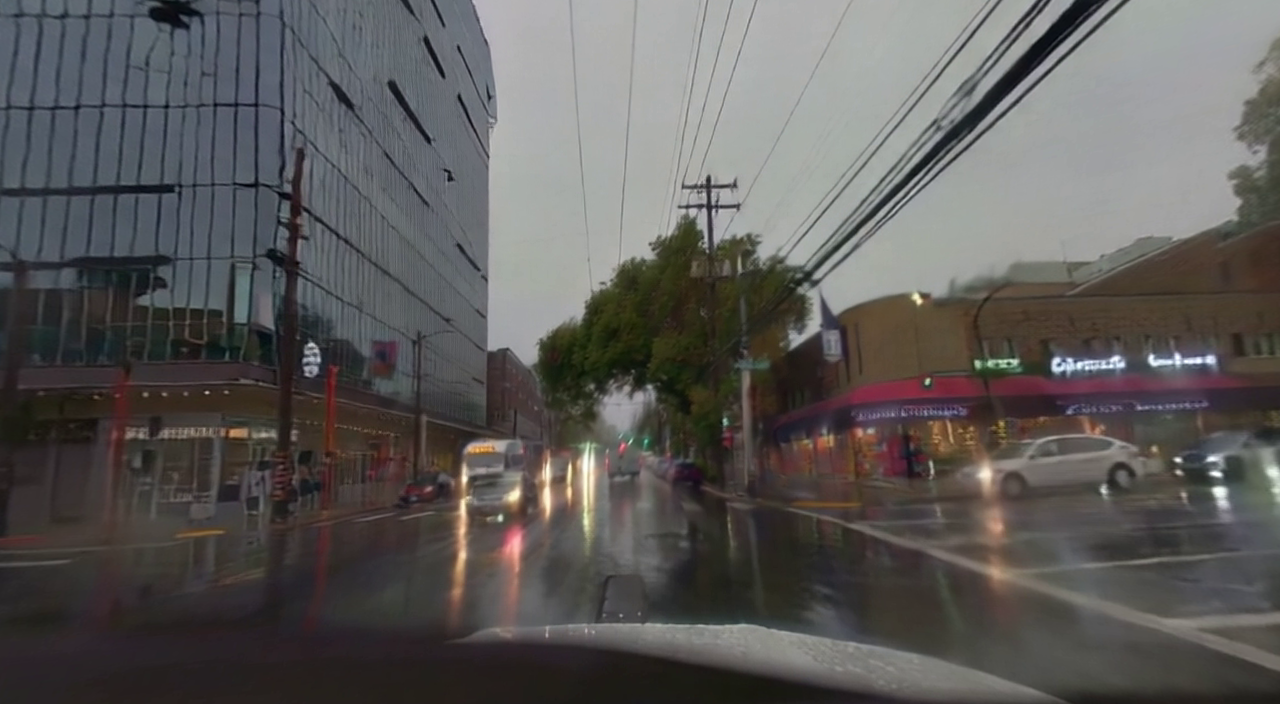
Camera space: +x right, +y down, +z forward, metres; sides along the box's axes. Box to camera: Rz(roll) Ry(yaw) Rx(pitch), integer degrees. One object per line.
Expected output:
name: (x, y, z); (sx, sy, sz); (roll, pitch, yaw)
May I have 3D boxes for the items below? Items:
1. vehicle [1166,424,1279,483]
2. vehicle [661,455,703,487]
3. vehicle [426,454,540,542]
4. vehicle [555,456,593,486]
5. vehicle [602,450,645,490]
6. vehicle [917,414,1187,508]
vehicle: (18.366, 2.948, 18.505); (4.161, 1.586, 1.992); (0, -9, -3)
vehicle: (2.328, 6.805, 36.356); (1.934, 1.633, 4.271); (0, -9, -3)
vehicle: (-3.719, 3.481, 15.709); (2.026, 1.616, 4.109); (-2, -7, -4)
vehicle: (-4.140, 7.518, 40.136); (1.983, 1.727, 4.294); (0, -9, -1)
vehicle: (-0.909, 6.171, 33.370); (2.127, 1.893, 4.194); (0, -9, -3)
vehicle: (9.974, 2.718, 15.782); (4.966, 1.826, 2.209); (-5, -9, 6)
